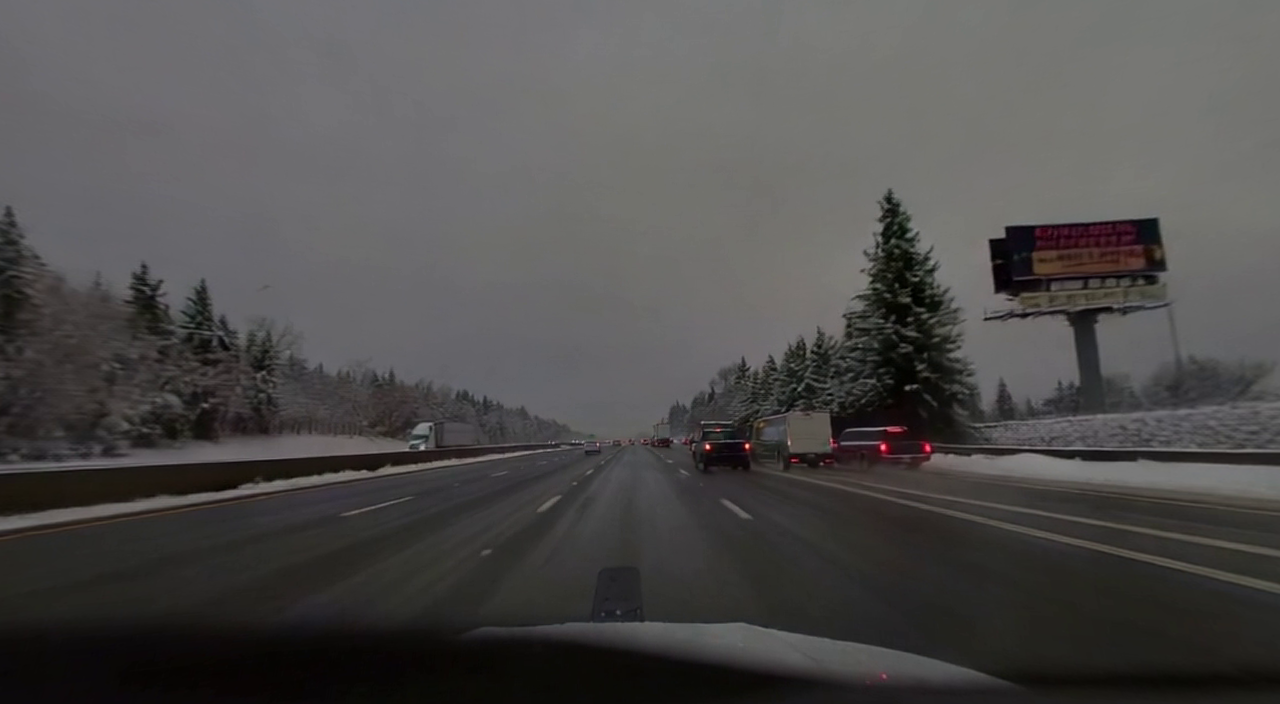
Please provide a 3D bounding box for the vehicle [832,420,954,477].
[{"bbox_3d":[9.328,3.646,23.877,2.184,1.873,5.466,0,-8,-2],"label":"vehicle"}]

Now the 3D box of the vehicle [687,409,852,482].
[{"bbox_3d":[4.089,3.613,24.360,3.042,2.004,14.051,0,-8,-2],"label":"vehicle"}]

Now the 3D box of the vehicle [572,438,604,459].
[{"bbox_3d":[-3.869,7.297,47.569,2.066,1.500,4.415,0,-8,0],"label":"vehicle"}]
